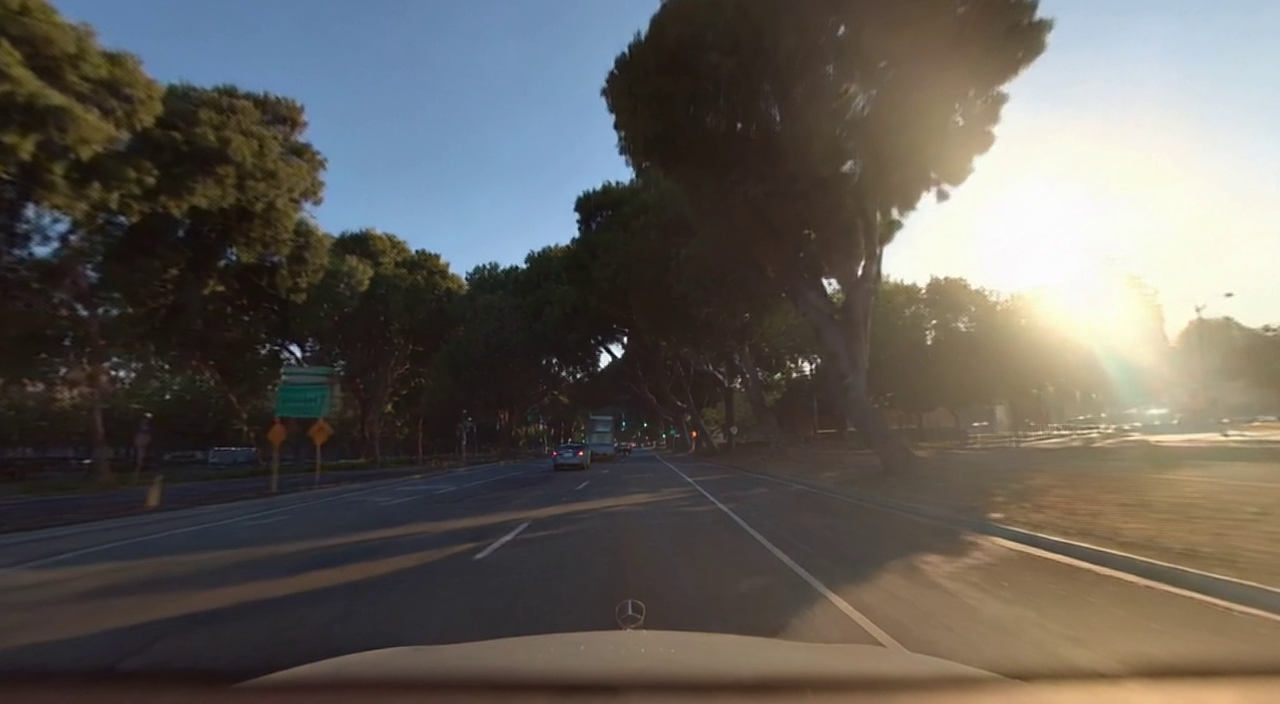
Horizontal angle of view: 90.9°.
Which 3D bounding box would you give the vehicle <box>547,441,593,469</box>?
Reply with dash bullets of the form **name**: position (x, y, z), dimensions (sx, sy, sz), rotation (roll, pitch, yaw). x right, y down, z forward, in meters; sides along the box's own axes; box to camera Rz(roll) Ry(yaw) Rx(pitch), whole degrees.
- **vehicle**: position (-3.831, 5.699, 35.218), dimensions (2.005, 1.462, 4.345), rotation (0, -8, 1)
